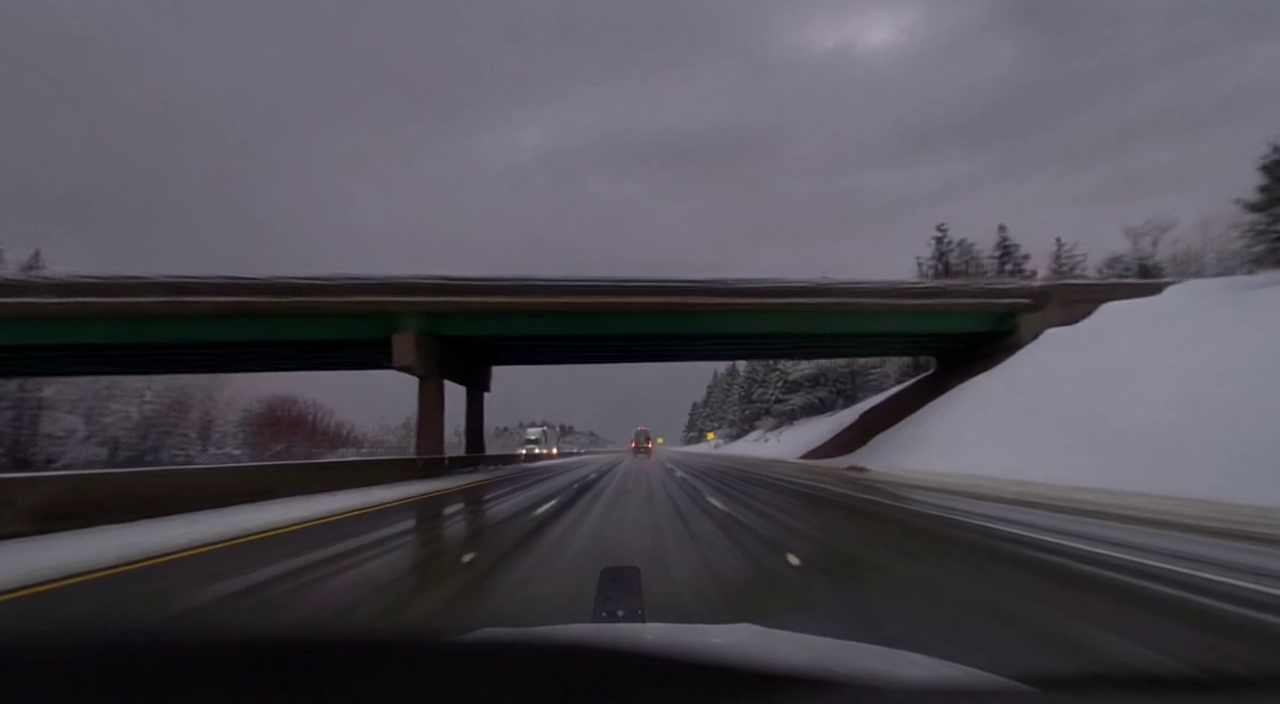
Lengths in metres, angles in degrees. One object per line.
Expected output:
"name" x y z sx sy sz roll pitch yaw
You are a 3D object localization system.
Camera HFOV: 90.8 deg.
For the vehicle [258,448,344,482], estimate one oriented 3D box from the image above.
"vehicle" -18.851 6.277 35.392 2.010 1.771 4.812 -1 -9 1
